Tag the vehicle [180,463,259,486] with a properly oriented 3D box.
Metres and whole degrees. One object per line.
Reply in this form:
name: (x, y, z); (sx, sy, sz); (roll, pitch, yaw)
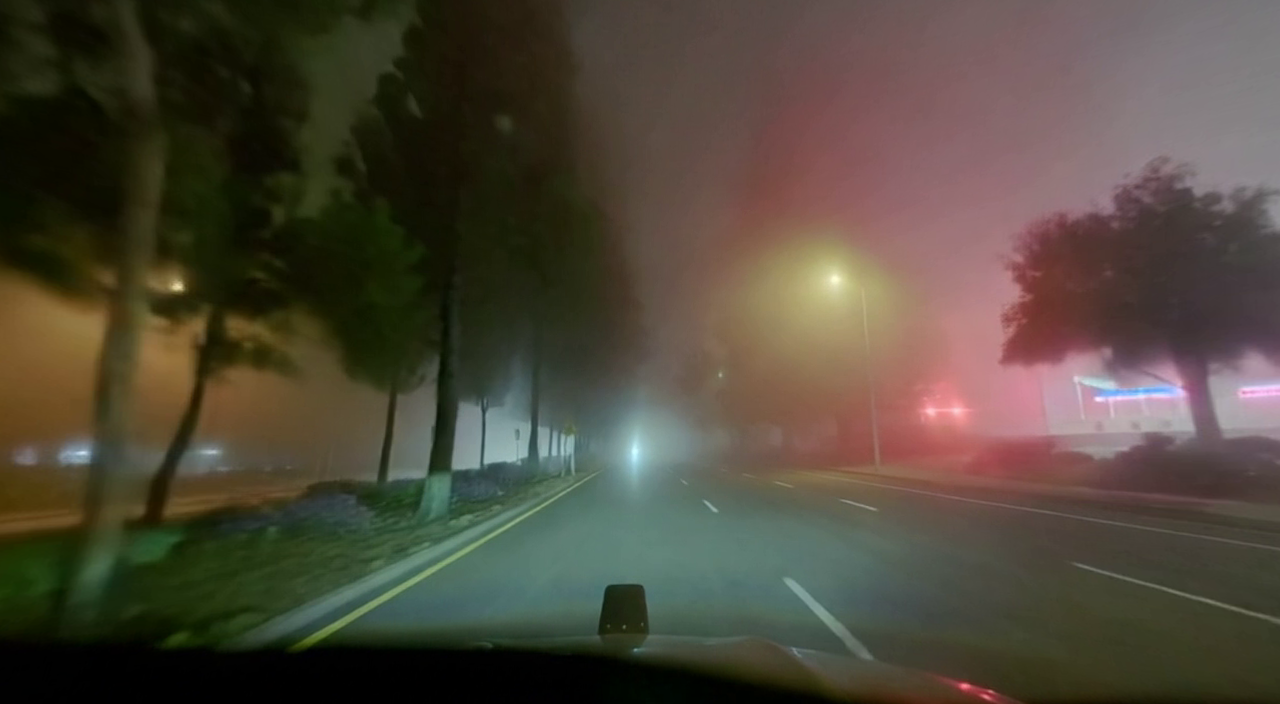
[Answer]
vehicle: (-31.310, 9.126, 47.064); (4.622, 1.466, 1.842); (4, -10, -27)
